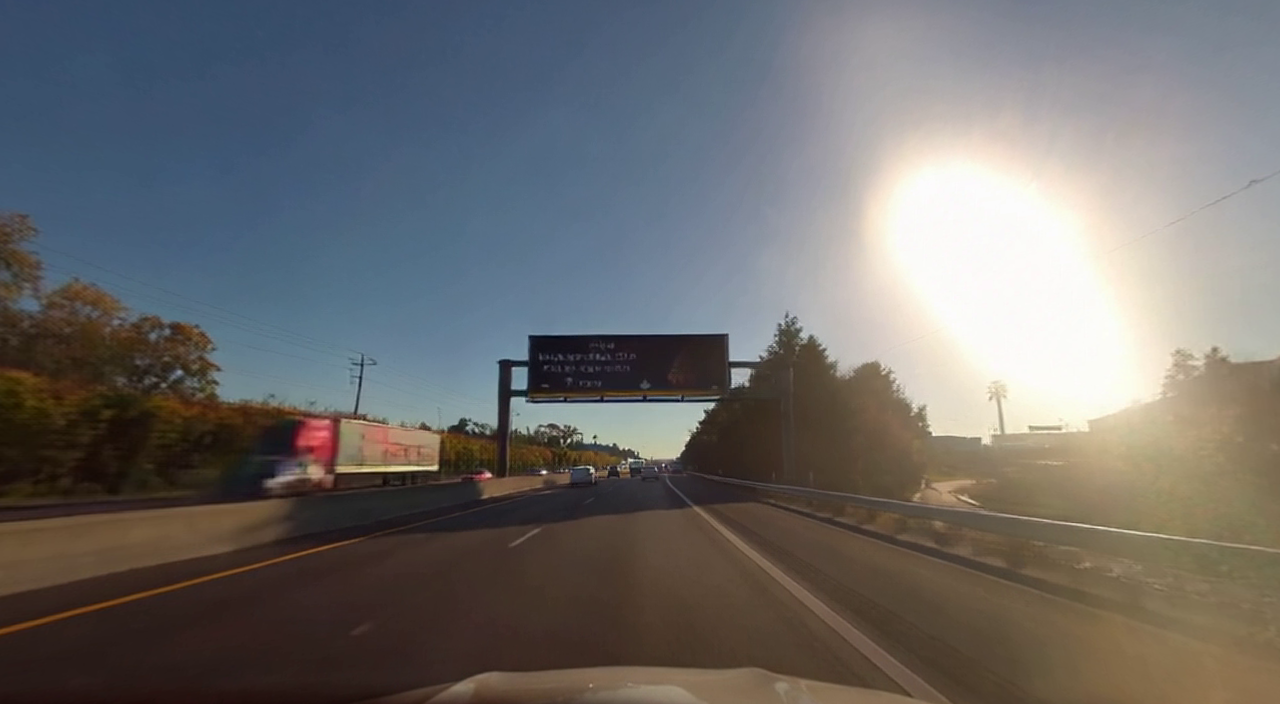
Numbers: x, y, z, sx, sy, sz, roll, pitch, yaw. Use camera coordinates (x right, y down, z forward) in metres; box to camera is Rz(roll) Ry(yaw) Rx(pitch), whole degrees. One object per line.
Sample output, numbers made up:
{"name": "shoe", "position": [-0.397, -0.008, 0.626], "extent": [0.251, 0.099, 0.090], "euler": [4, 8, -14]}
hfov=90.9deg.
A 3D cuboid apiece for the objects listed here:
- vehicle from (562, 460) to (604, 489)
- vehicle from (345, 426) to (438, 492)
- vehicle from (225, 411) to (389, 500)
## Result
{"name": "vehicle", "position": [-3.648, 8.011, 41.394], "extent": [2.160, 1.721, 4.368], "euler": [0, -11, 2]}
{"name": "vehicle", "position": [-16.915, 7.442, 43.650], "extent": [2.842, 4.039, 7.958], "euler": [1, -11, 2]}
{"name": "vehicle", "position": [-17.202, 5.645, 33.800], "extent": [3.004, 4.014, 9.919], "euler": [1, -11, 2]}
